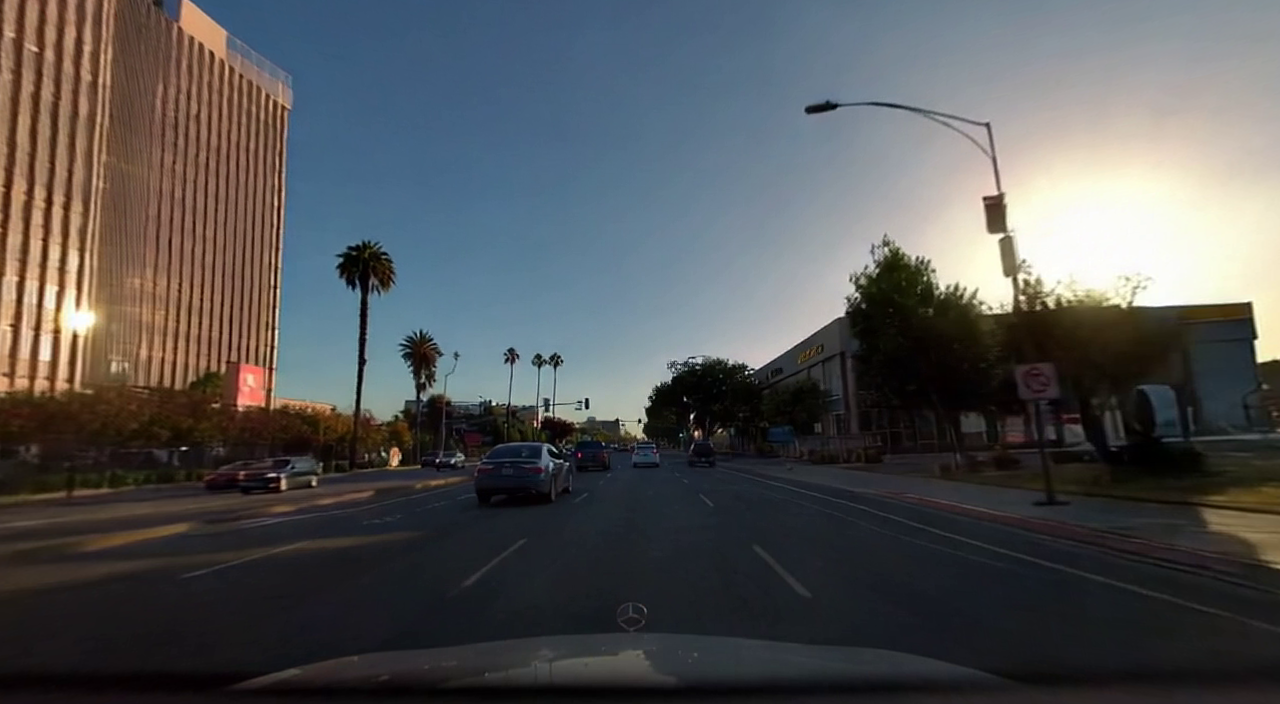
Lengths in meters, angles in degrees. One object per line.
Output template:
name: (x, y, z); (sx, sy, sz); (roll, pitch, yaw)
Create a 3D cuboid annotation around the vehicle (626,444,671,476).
vehicle: (0.422, 5.527, 32.437); (2.147, 1.507, 3.953); (0, -8, 0)

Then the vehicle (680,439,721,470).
vehicle: (3.745, 6.413, 39.585); (2.108, 1.785, 4.334); (0, -8, 0)

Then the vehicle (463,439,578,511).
vehicle: (-2.758, 2.939, 15.602); (1.908, 1.505, 4.369); (-1, -8, 1)

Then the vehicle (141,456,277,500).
vehicle: (-17.089, 4.986, 25.375); (1.937, 1.480, 4.889); (-1, -9, 1)

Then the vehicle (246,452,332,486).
vehicle: (-20.183, 6.726, 36.553); (2.022, 1.754, 5.050); (-1, -9, 1)
